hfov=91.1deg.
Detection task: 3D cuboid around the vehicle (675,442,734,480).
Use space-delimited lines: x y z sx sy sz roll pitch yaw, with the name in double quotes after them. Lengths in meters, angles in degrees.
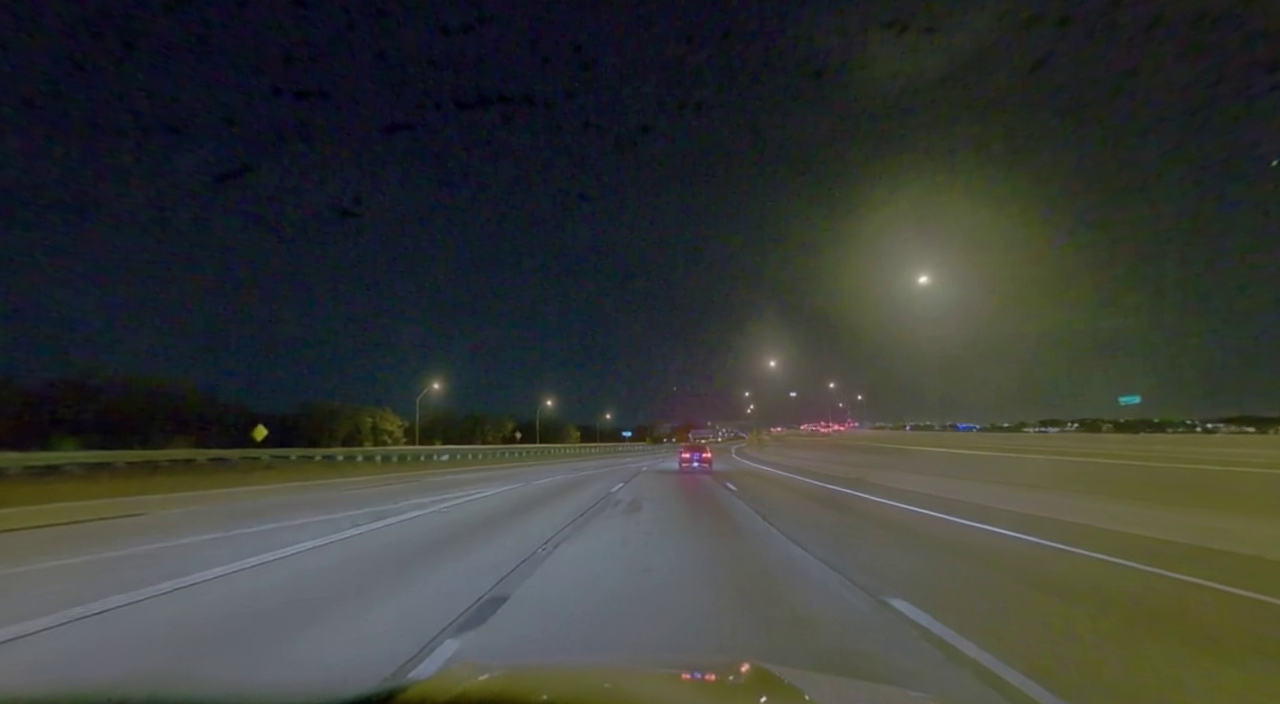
2.549 4.430 25.763 2.124 1.405 4.398 0 -8 3 "vehicle"
